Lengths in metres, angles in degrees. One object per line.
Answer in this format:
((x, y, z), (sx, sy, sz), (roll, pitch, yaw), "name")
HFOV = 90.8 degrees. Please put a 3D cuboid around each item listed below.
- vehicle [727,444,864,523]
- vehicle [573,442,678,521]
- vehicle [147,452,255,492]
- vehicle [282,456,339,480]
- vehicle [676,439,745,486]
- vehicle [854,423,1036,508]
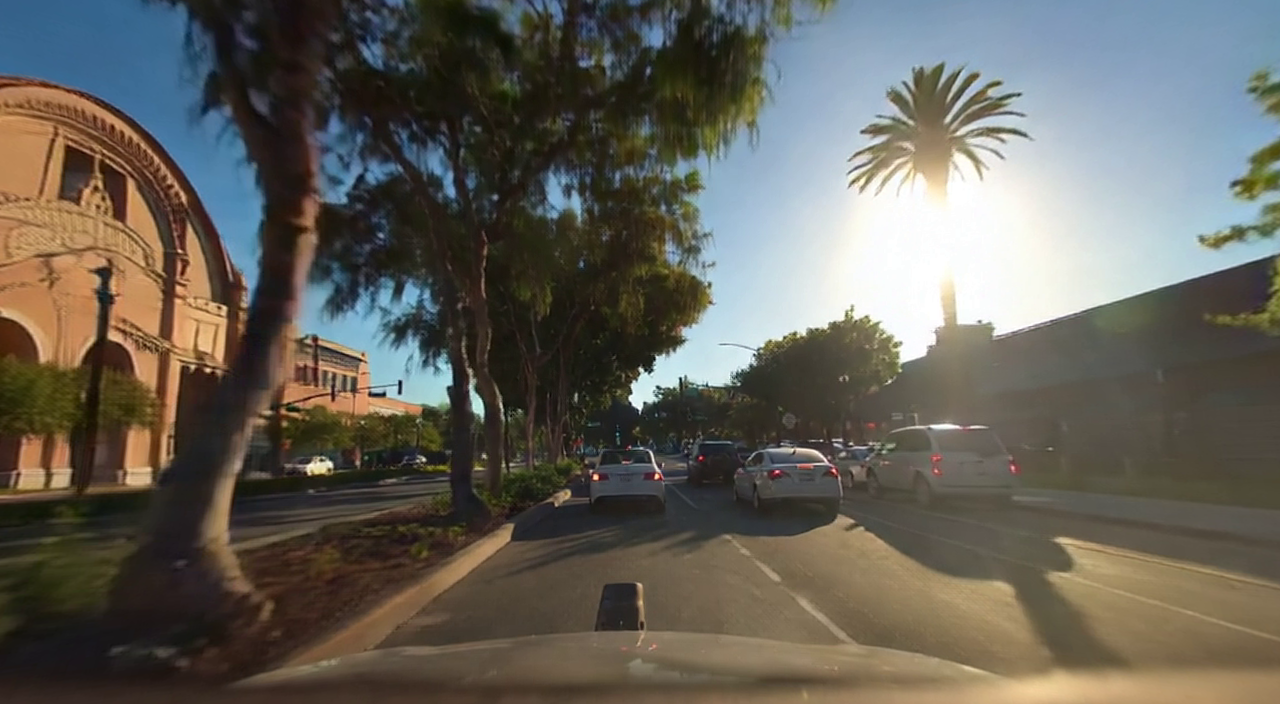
((3.205, 2.788, 13.991), (1.833, 1.465, 4.258), (0, -9, -2), "vehicle")
((-0.306, 2.822, 14.294), (2.050, 1.521, 3.747), (0, -9, -1), "vehicle")
((-21.451, 5.848, 31.151), (1.955, 1.770, 4.700), (0, -9, -1), "vehicle")
((-24.767, 8.668, 47.601), (1.870, 1.636, 4.375), (0, -9, 1), "vehicle")
((3.091, 5.092, 29.660), (2.127, 1.854, 7.971), (0, -9, -1), "vehicle")
((7.948, 2.965, 17.235), (2.200, 1.933, 5.123), (0, -8, -3), "vehicle")
